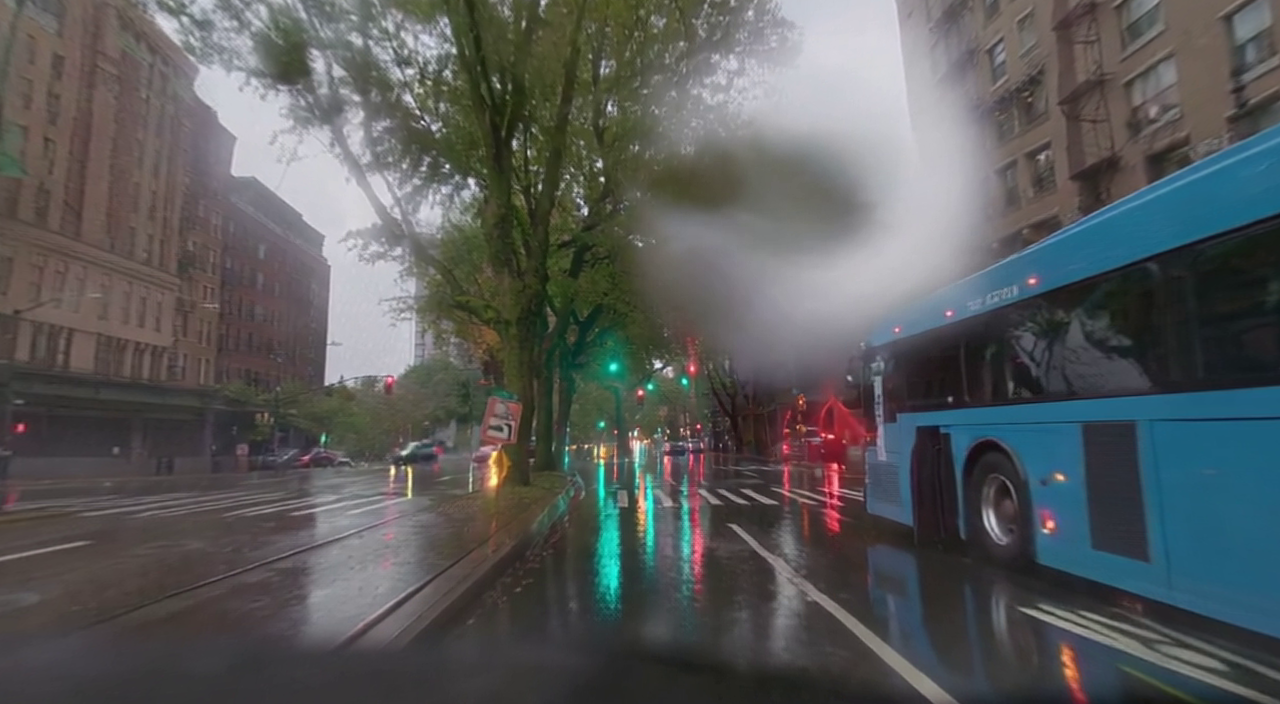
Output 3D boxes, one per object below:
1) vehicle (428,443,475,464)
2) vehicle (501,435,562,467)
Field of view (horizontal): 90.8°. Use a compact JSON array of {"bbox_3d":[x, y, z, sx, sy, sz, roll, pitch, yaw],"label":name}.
[{"bbox_3d":[-13.859,7.416,46.404,2.036,1.467,3.979,6,-10,-36],"label":"vehicle"},{"bbox_3d":[-5.842,5.231,33.570,2.123,1.544,4.158,4,-9,-25],"label":"vehicle"}]
